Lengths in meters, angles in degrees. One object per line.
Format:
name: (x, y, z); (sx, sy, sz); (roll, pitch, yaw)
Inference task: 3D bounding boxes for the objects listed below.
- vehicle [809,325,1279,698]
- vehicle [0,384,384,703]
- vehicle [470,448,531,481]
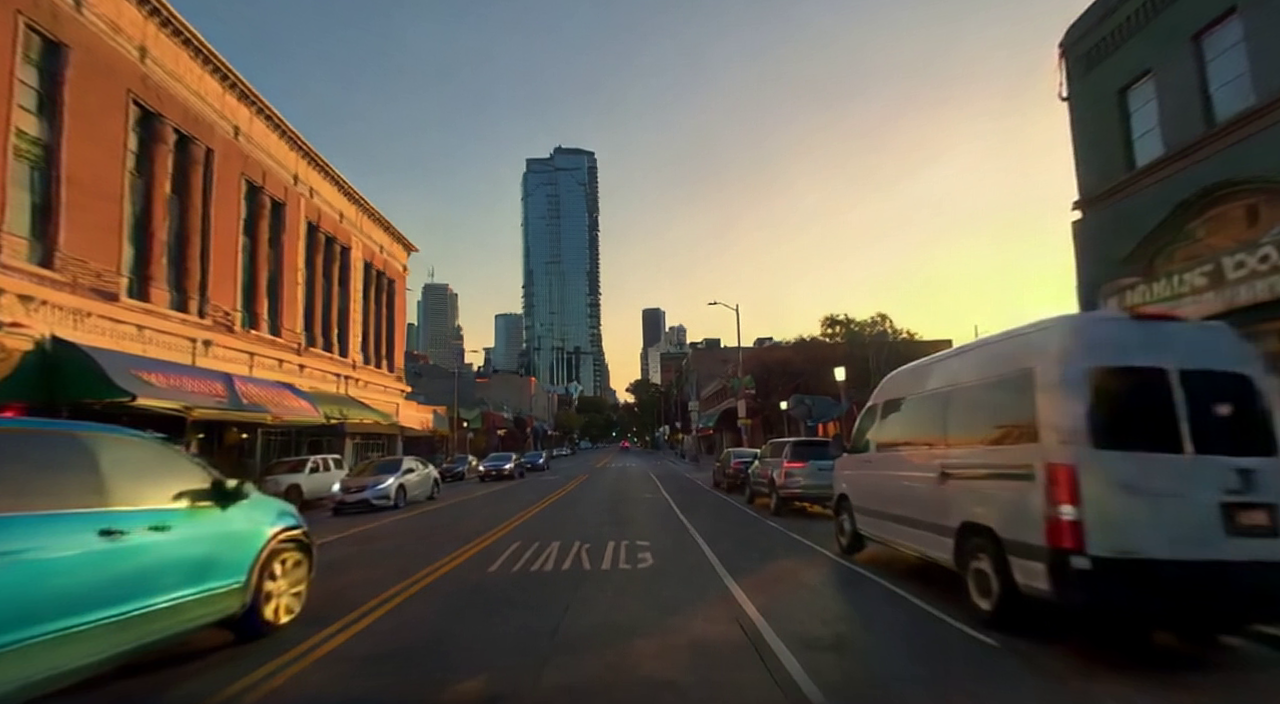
vehicle: (3.749, 1.319, 6.588); (2.215, 2.177, 5.608); (0, -8, -2)
vehicle: (-3.282, 1.101, 3.475); (2.024, 1.579, 4.300); (0, -8, -2)
vehicle: (-6.899, 5.594, 31.838); (1.993, 1.484, 4.812); (0, -8, 0)
